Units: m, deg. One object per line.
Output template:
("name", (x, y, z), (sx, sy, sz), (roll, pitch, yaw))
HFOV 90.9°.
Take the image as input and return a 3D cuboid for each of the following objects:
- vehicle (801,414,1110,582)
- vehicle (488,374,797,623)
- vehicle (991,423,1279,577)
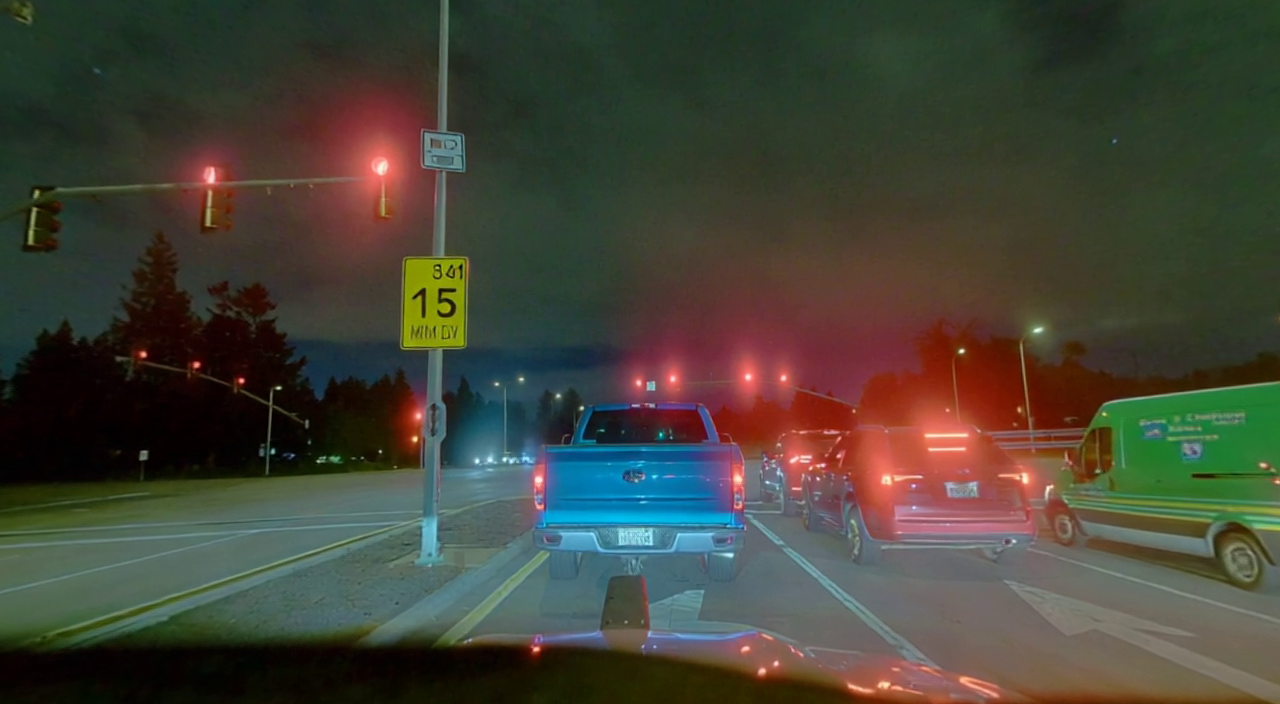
("vehicle", (3.585, 1.718, 8.195), (1.981, 1.616, 4.006), (0, -8, 1))
("vehicle", (0.049, 1.469, 7.330), (2.326, 1.880, 4.964), (0, -8, 1))
("vehicle", (6.835, 1.746, 8.280), (1.973, 1.470, 4.228), (0, -8, 0))
